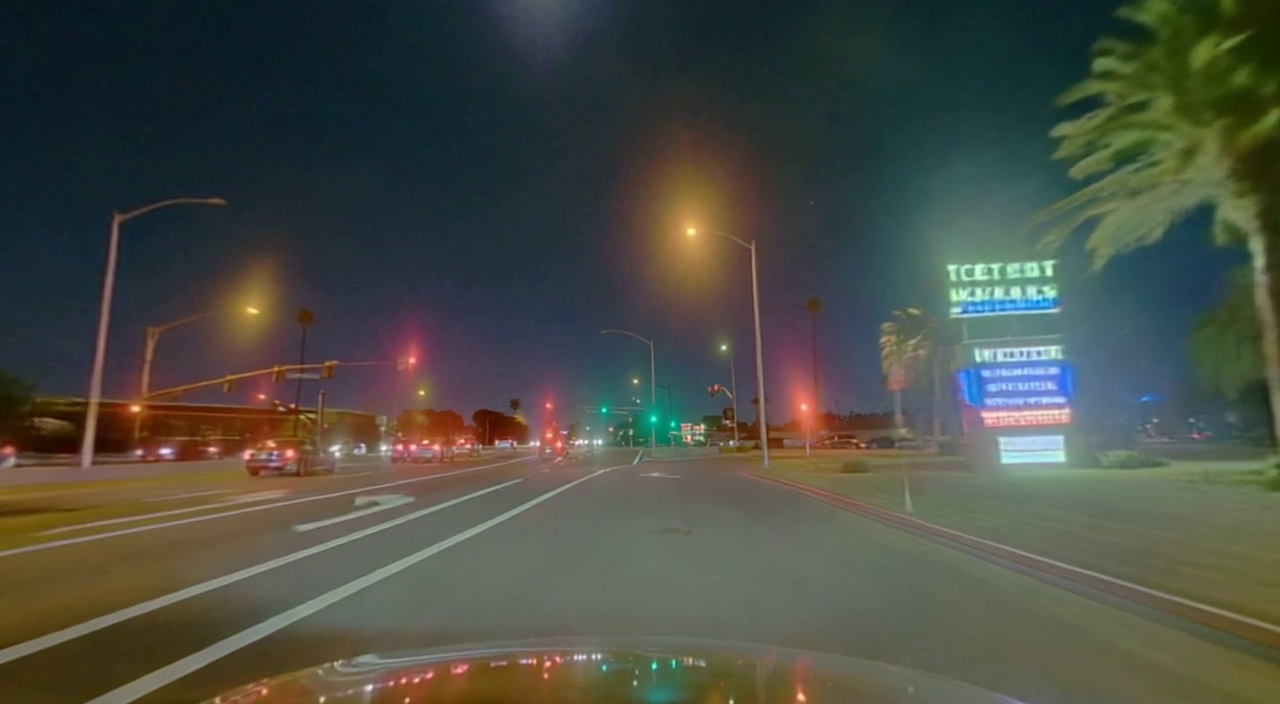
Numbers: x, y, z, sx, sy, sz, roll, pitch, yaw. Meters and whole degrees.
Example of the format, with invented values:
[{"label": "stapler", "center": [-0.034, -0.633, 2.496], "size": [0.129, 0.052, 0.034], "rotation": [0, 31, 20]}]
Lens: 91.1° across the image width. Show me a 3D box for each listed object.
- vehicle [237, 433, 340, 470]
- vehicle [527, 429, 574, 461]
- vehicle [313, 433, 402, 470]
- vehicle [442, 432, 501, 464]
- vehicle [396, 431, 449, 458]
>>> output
[{"label": "vehicle", "center": [-15.249, 4.338, 27.557], "size": [1.916, 1.481, 4.430], "rotation": [0, -8, 1]}, {"label": "vehicle", "center": [-5.320, 5.653, 38.064], "size": [2.114, 1.784, 4.450], "rotation": [0, -8, 1]}, {"label": "vehicle", "center": [-12.243, 4.355, 27.558], "size": [1.900, 1.462, 4.225], "rotation": [0, -8, 0]}, {"label": "vehicle", "center": [-8.896, 5.122, 33.465], "size": [1.977, 1.584, 3.983], "rotation": [0, -8, 0]}, {"label": "vehicle", "center": [-15.226, 6.525, 44.237], "size": [2.156, 1.742, 4.264], "rotation": [0, -8, 0]}]
